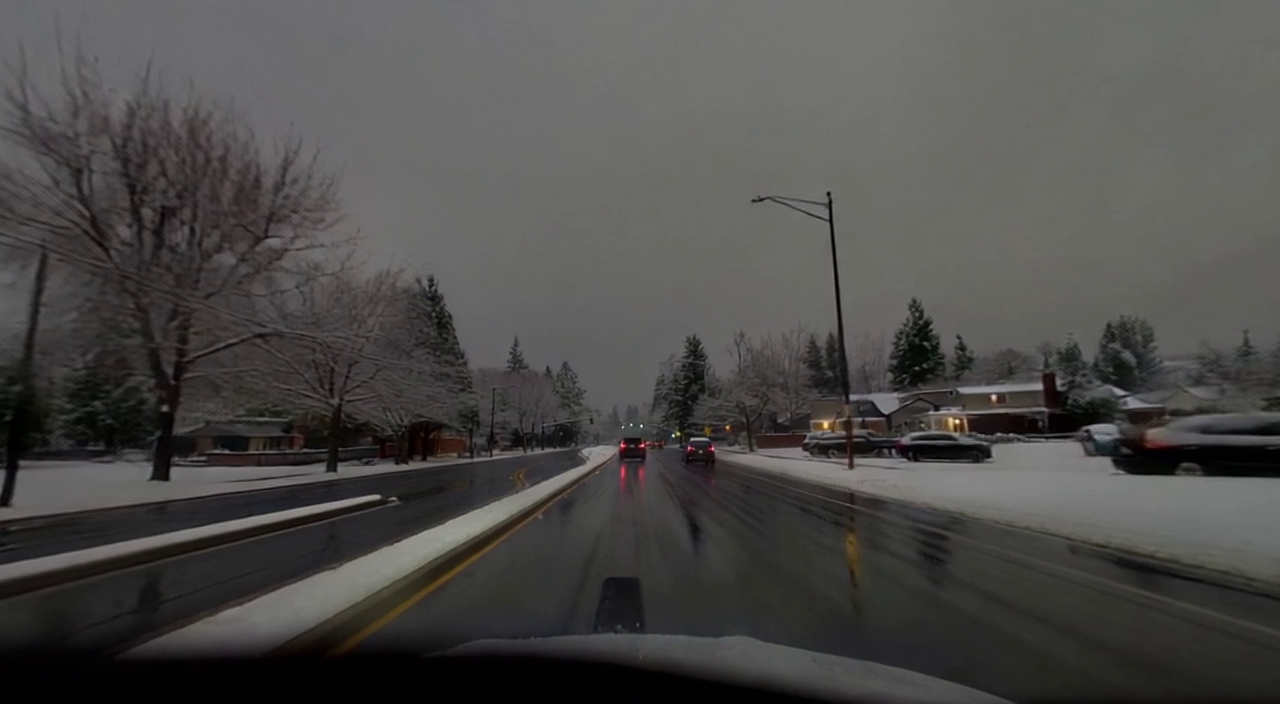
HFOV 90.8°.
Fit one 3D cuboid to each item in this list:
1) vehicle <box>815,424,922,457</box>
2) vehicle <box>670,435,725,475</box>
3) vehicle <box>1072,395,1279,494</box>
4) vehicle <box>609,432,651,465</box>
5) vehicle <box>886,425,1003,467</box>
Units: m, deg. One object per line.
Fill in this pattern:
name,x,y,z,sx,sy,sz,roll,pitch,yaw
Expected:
vehicle,11.308,4.447,31.515,4.557,1.509,1.971,-8,-12,44
vehicle,2.466,4.543,28.026,2.003,1.614,4.072,0,-8,-1
vehicle,11.157,1.796,12.232,2.047,1.682,4.074,7,-11,-40
vehicle,-0.657,6.034,39.545,2.488,1.881,4.814,0,-8,-1
vehicle,11.415,3.544,23.837,1.799,1.431,3.486,8,-11,-43
